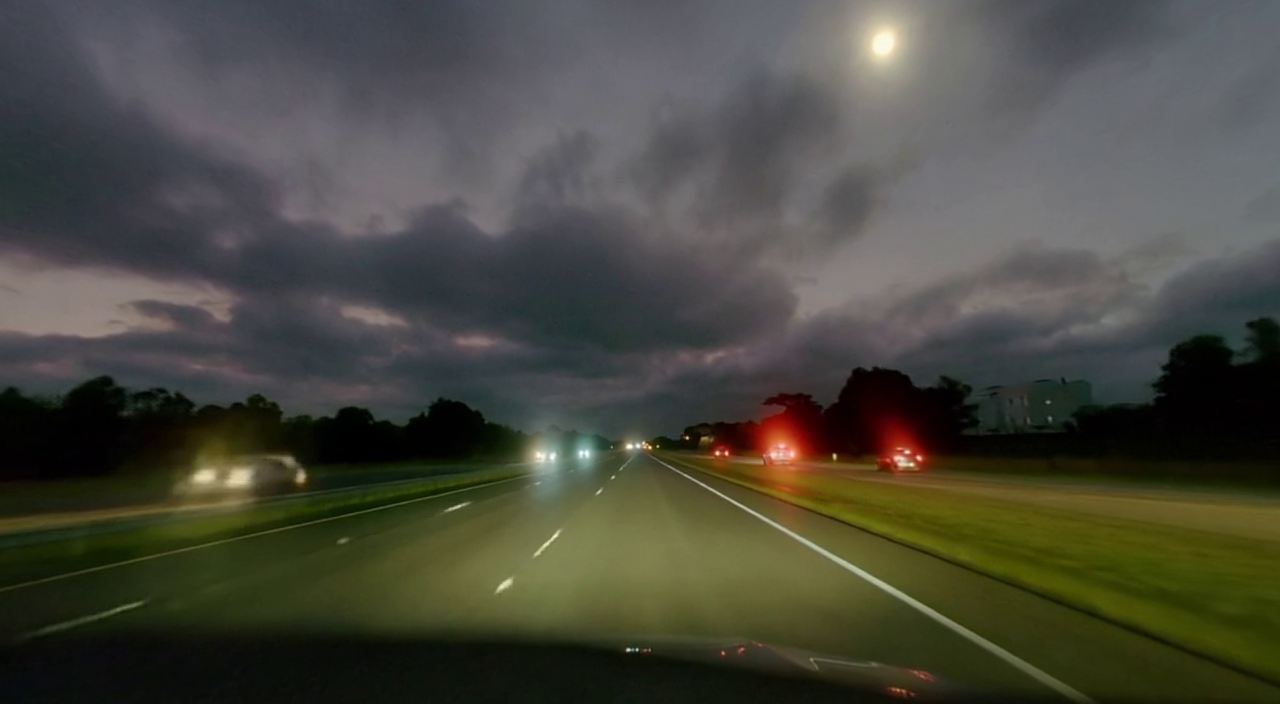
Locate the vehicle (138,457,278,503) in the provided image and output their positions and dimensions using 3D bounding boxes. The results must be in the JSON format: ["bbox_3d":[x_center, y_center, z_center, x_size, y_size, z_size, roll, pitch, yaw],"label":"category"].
[{"bbox_3d":[-15.194,4.493,22.527,1.811,1.452,4.412,0,-9,1],"label":"vehicle"}]
